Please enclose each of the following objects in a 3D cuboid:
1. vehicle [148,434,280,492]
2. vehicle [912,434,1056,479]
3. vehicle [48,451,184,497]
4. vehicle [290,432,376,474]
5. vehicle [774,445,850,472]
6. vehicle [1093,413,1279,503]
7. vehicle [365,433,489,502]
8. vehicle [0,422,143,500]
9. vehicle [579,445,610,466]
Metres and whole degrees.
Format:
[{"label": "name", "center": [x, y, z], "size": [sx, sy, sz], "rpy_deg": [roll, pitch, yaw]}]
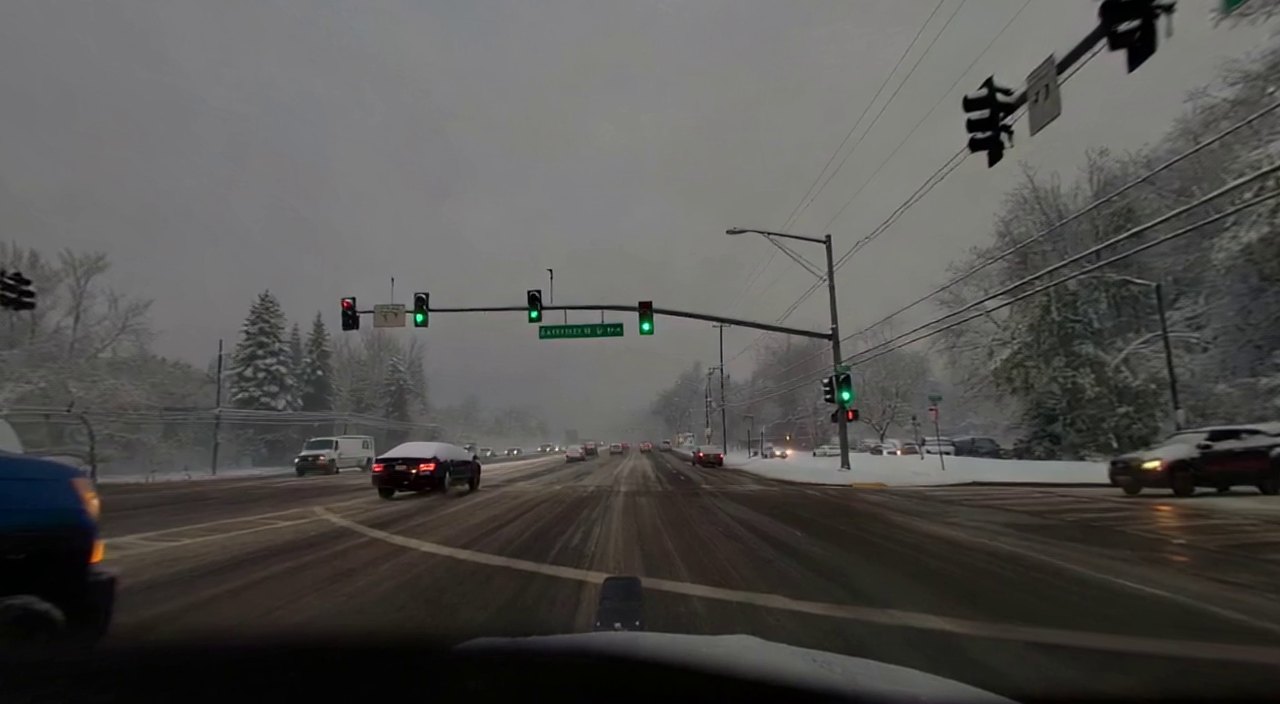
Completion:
[{"label": "vehicle", "center": [-17.596, 4.640, 26.504], "size": [2.065, 2.057, 4.987], "rpy_deg": [-4, -10, 0]}, {"label": "vehicle", "center": [14.616, 4.431, 26.937], "size": [5.106, 1.735, 2.150], "rpy_deg": [-6, -10, 33]}, {"label": "vehicle", "center": [-20.916, 4.849, 25.501], "size": [1.860, 1.584, 4.283], "rpy_deg": [-3, -9, 0]}, {"label": "vehicle", "center": [-21.181, 6.996, 44.054], "size": [2.326, 2.692, 7.259], "rpy_deg": [0, -8, 0]}, {"label": "vehicle", "center": [10.163, 6.307, 37.669], "size": [1.840, 1.428, 4.602], "rpy_deg": [3, -9, -24]}, {"label": "vehicle", "center": [14.042, 2.511, 15.304], "size": [4.587, 1.806, 2.188], "rpy_deg": [-2, -10, -11]}, {"label": "vehicle", "center": [-6.420, 3.520, 19.759], "size": [2.169, 1.865, 4.739], "rpy_deg": [0, -8, 1]}, {"label": "vehicle", "center": [-24.456, 4.186, 24.483], "size": [3.073, 2.788, 9.004], "rpy_deg": [0, -9, 0]}, {"label": "vehicle", "center": [-3.337, 7.657, 47.036], "size": [2.002, 1.494, 4.322], "rpy_deg": [0, -8, -1]}]
